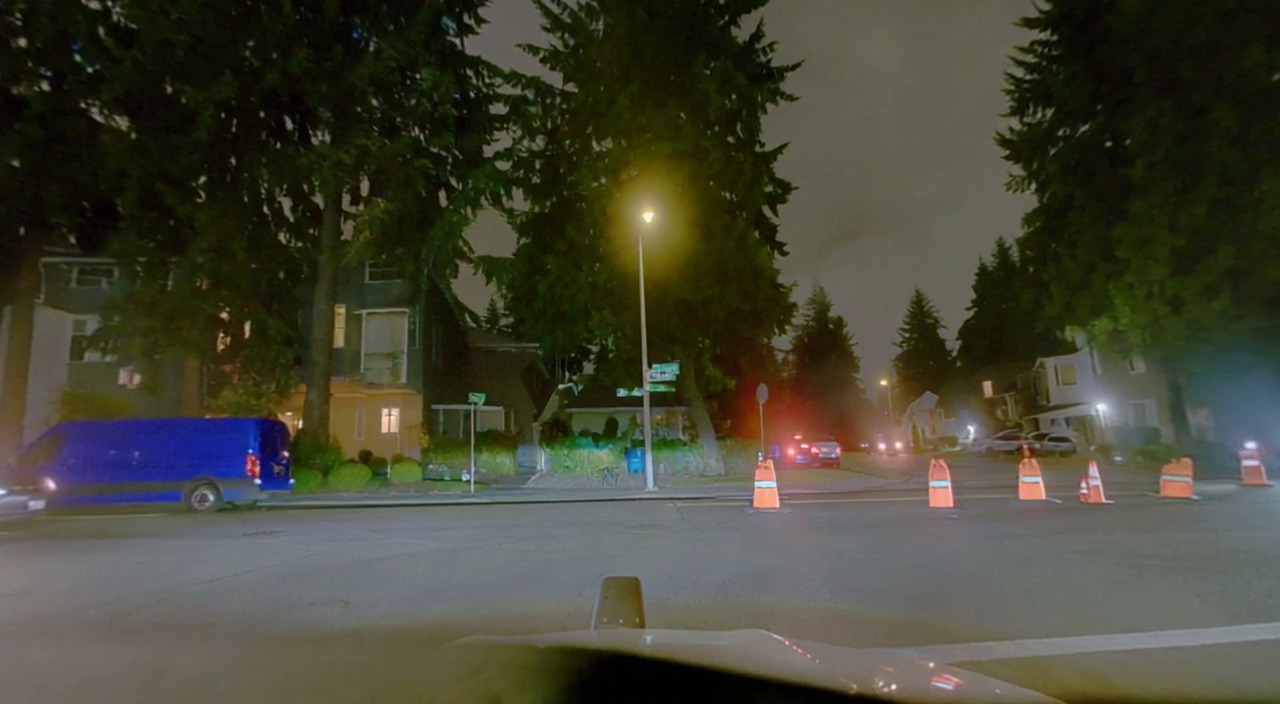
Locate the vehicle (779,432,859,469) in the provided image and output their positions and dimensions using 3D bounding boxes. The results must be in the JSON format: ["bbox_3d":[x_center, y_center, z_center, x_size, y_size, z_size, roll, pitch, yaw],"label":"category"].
[{"bbox_3d":[8.065,4.499,28.943,1.893,1.529,4.422,1,-9,-7],"label":"vehicle"}]

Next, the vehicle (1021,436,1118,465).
[{"bbox_3d":[22.776,5.221,33.558,3.863,1.453,1.826,1,-8,-5],"label":"vehicle"}]

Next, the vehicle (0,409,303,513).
[{"bbox_3d":[-14.052,3.040,17.449,7.824,2.323,2.863,-3,-10,-2],"label":"vehicle"}]

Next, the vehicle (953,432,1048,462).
[{"bbox_3d":[23.682,6.246,41.577,4.984,1.912,2.132,1,-8,-6],"label":"vehicle"}]

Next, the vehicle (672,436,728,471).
[{"bbox_3d":[2.596,4.531,28.372,1.745,1.461,4.074,1,-9,-6],"label":"vehicle"}]

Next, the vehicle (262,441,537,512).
[{"bbox_3d":[-6.386,3.415,17.831,6.643,1.777,2.925,1,-9,-6],"label":"vehicle"}]

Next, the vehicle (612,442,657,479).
[{"bbox_3d":[-0.302,4.755,27.931,1.648,1.430,3.654,4,-9,-4],"label":"vehicle"}]

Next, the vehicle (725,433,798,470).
[{"bbox_3d":[5.346,4.463,28.489,2.007,1.555,4.204,1,-9,-7],"label":"vehicle"}]
